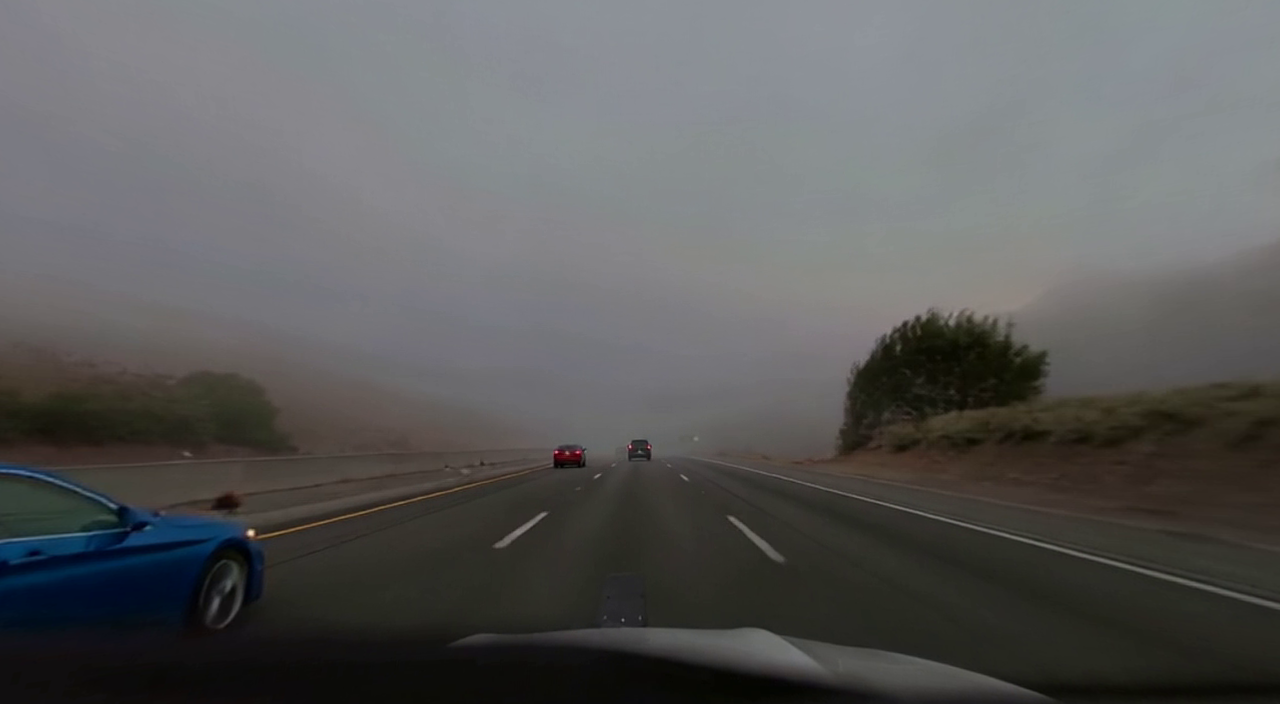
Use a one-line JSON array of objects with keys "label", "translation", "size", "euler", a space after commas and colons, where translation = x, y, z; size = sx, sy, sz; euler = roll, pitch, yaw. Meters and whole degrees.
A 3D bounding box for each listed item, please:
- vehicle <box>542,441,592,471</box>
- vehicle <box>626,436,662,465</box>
[{"label": "vehicle", "translation": [-3.790, 5.473, 33.372], "size": [2.082, 1.485, 4.237], "euler": [0, -8, 1]}, {"label": "vehicle", "translation": [0.250, 6.568, 42.041], "size": [2.272, 1.836, 4.866], "euler": [0, -8, 0]}]
